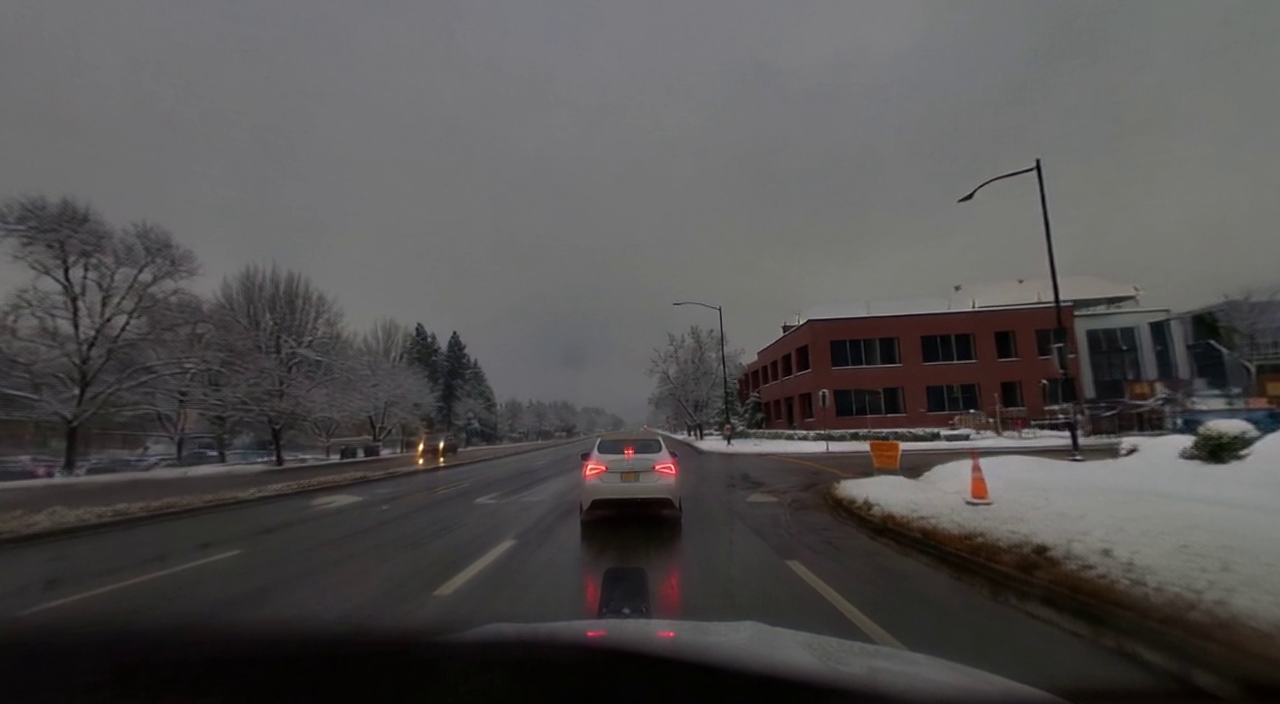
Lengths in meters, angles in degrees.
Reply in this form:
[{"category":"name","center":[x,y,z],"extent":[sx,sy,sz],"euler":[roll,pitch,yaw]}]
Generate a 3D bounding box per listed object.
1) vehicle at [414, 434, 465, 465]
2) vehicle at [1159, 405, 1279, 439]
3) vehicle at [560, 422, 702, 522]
[{"category":"vehicle","center":[-10.436,5.044,32.629],"extent":[2.072,1.465,4.394],"euler":[3,-9,-22]},{"category":"vehicle","center":[27.739,3.347,29.883],"extent":[4.455,1.494,1.926],"euler":[0,-9,0]},{"category":"vehicle","center":[-0.123,2.095,11.488],"extent":[2.112,1.482,4.076],"euler":[0,-8,0]}]
